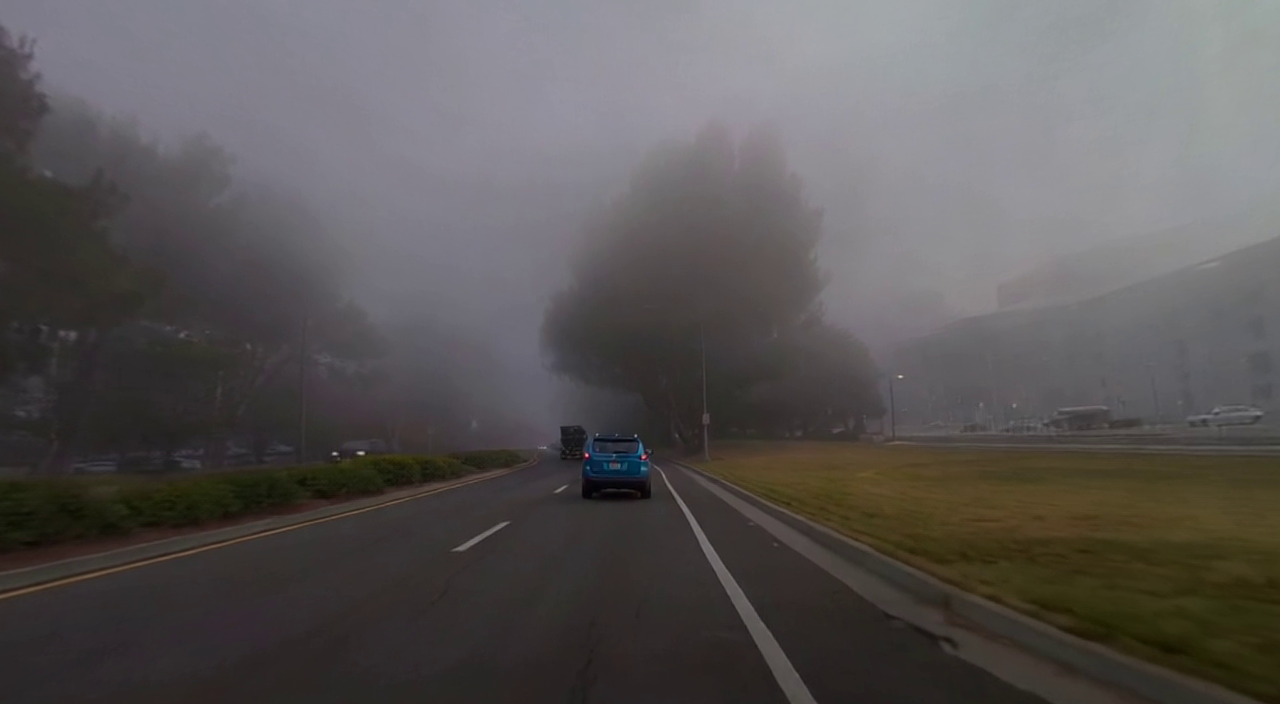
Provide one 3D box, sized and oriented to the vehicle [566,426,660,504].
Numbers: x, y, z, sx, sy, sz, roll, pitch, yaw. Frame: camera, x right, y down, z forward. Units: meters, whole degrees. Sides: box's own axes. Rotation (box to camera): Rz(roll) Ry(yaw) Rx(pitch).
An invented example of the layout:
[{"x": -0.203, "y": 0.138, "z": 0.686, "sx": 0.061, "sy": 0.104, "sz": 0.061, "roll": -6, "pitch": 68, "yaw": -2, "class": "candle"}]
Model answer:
[{"x": -0.626, "y": 2.874, "z": 16.471, "sx": 2.131, "sy": 1.761, "sz": 4.242, "roll": 0, "pitch": -8, "yaw": -1, "class": "vehicle"}]
